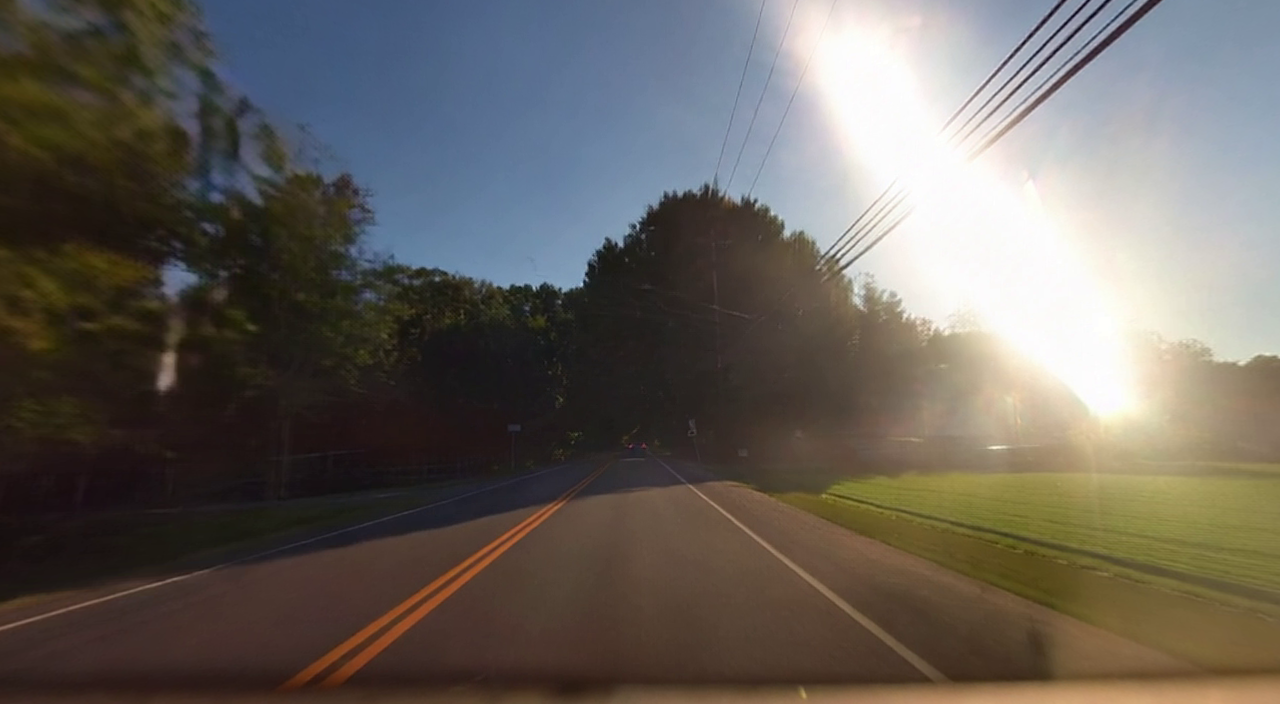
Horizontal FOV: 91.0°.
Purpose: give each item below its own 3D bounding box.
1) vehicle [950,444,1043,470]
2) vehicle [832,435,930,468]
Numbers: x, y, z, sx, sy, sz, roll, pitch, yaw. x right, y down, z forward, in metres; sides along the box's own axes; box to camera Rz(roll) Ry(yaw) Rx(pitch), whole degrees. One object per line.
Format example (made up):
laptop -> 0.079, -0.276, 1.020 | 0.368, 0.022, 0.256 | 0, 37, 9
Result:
vehicle -> 21.761, 6.457, 38.579 | 4.438, 1.499, 1.909 | -1, -10, 4
vehicle -> 15.855, 6.578, 41.780 | 5.494, 2.011, 2.421 | -2, -9, 5
